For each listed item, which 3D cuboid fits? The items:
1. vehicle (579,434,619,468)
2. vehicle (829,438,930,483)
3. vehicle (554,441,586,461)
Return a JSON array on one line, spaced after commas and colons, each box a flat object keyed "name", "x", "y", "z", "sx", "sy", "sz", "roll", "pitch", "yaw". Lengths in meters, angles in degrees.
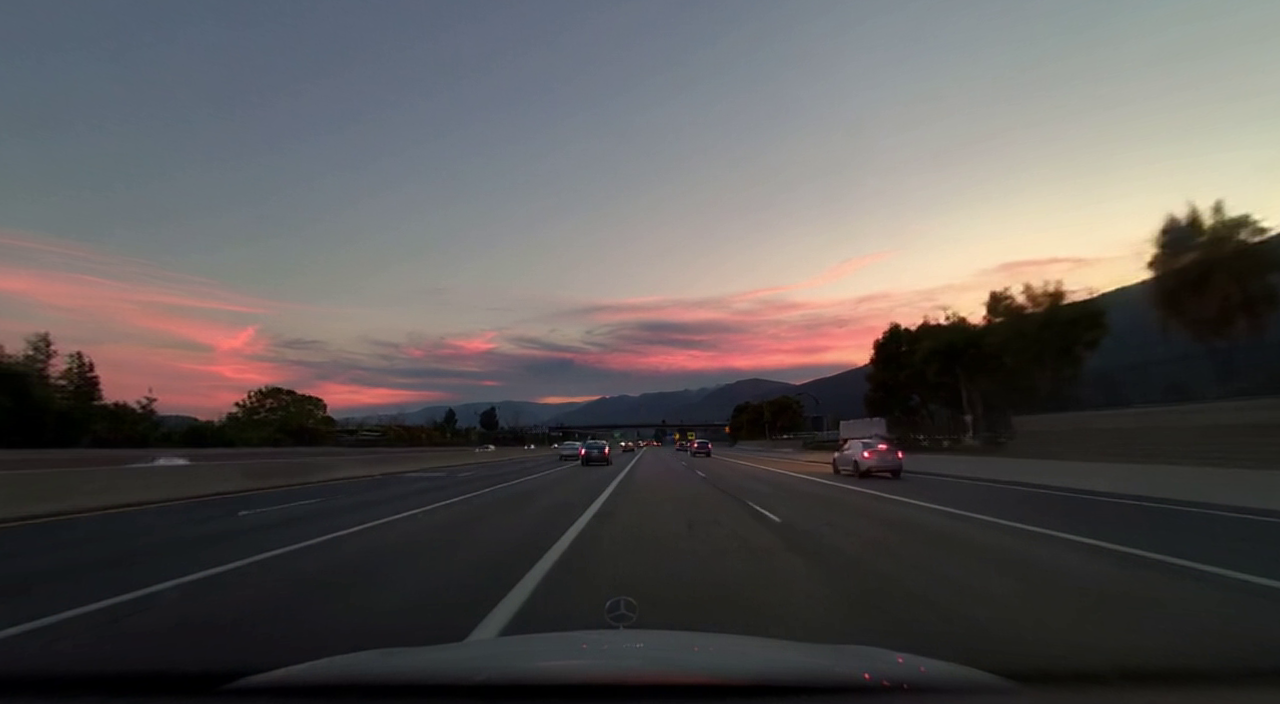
[{"name": "vehicle", "x": -2.291, "y": 5.676, "z": 36.394, "sx": 1.893, "sy": 1.827, "sz": 4.513, "roll": 0, "pitch": -8, "yaw": 1}, {"name": "vehicle", "x": 8.408, "y": 3.847, "z": 22.634, "sx": 1.900, "sy": 1.432, "sz": 4.519, "roll": 0, "pitch": -8, "yaw": 1}, {"name": "vehicle", "x": -5.470, "y": 7.823, "z": 49.983, "sx": 2.009, "sy": 1.462, "sz": 4.458, "roll": 0, "pitch": -8, "yaw": 1}]
